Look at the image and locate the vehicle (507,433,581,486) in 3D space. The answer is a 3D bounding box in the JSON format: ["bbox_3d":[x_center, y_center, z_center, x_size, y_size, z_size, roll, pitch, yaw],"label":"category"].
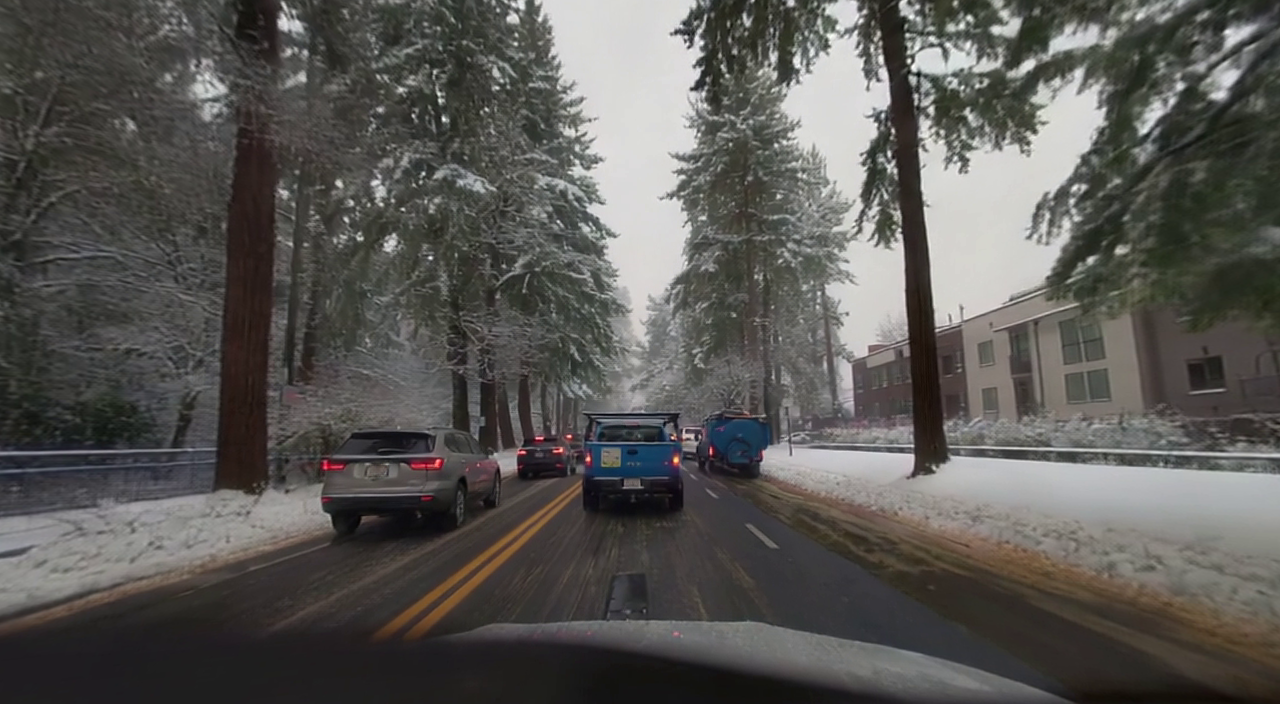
[{"bbox_3d":[-3.230,3.700,21.946,1.894,1.642,3.861,0,-8,1],"label":"vehicle"}]

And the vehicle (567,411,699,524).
[{"bbox_3d":[-0.088,2.127,12.019,2.075,1.770,4.018,0,-8,1],"label":"vehicle"}]

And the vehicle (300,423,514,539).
[{"bbox_3d":[-3.747,2.160,11.224,1.959,1.614,4.676,0,-8,1],"label":"vehicle"}]

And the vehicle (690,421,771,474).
[{"bbox_3d":[3.750,4.175,27.576,2.655,2.054,6.098,0,-8,0],"label":"vehicle"}]
